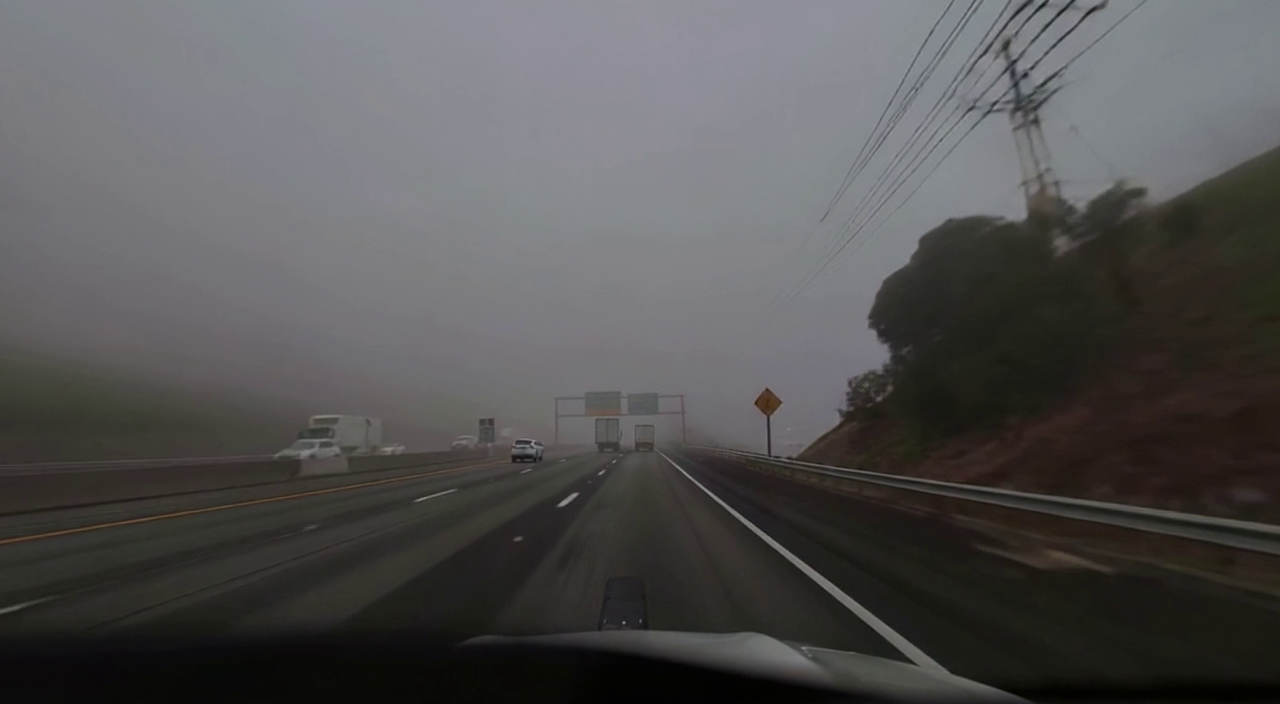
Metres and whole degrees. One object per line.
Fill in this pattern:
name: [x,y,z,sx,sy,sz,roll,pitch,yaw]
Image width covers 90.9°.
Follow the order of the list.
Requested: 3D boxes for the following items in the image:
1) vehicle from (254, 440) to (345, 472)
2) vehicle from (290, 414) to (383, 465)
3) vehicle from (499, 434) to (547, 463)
vehicle: [-17.381,5.321,32.488,1.922,1.486,4.775,0,-8,1]
vehicle: [-21.098,6.186,44.399,2.768,3.286,7.386,0,-8,0]
vehicle: [-7.586,6.296,41.261,2.192,1.762,4.559,-1,-8,1]
